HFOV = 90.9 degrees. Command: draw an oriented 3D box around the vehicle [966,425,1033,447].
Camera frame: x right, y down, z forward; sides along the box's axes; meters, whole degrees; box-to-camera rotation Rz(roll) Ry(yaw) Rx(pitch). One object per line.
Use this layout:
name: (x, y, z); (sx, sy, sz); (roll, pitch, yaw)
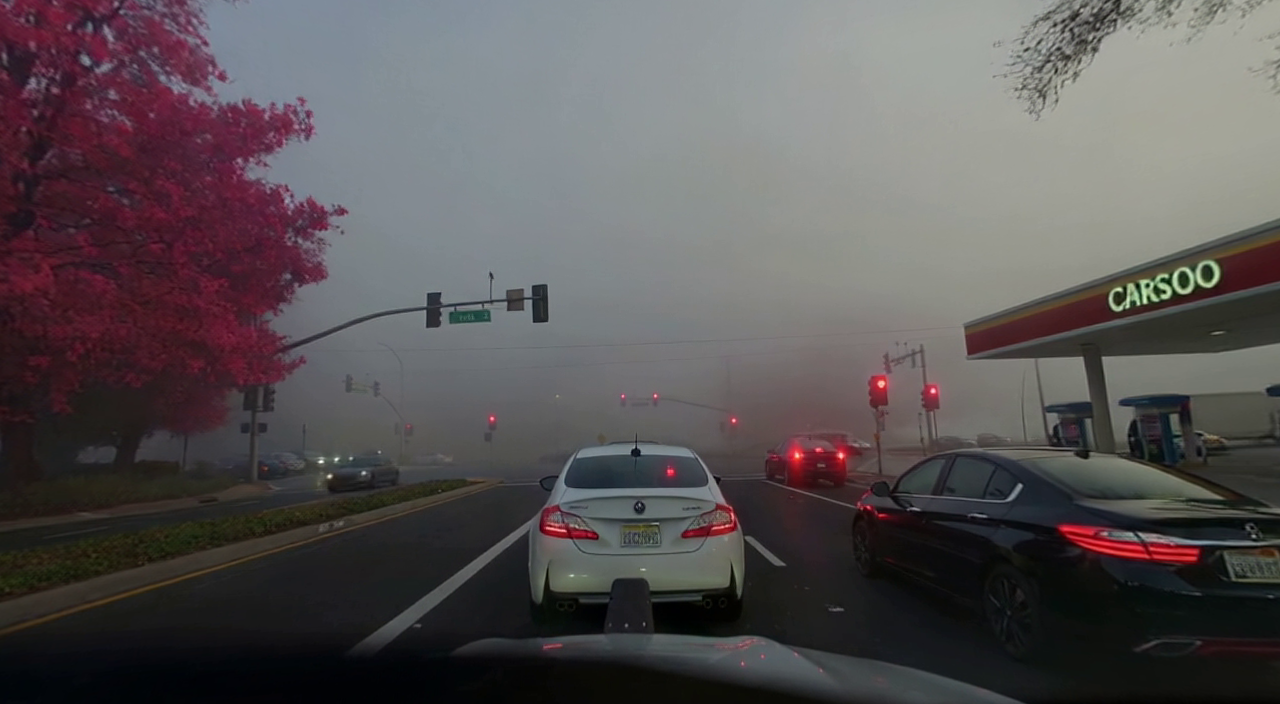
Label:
vehicle: (27.312, 6.436, 47.984); (3.968, 1.572, 1.740); (0, -9, 4)

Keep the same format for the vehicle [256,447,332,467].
vehicle: (-26.734, 8.108, 48.789); (4.806, 1.472, 1.886); (-1, -8, 5)

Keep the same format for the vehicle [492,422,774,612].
vehicle: (-0.070, 1.604, 7.074); (2.213, 1.482, 4.057); (0, -8, 0)

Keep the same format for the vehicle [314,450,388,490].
vehicle: (-11.910, 4.839, 26.312); (1.944, 1.465, 4.609); (2, -9, -14)

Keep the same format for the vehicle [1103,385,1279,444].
vehicle: (38.191, 4.356, 43.346); (10.890, 3.868, 3.021); (1, -8, -9)

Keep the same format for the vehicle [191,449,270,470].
vehicle: (-29.418, 7.744, 45.300); (4.466, 1.438, 1.837); (-1, -8, 5)

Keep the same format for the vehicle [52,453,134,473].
vehicle: (-40.158, 8.125, 46.300); (4.511, 1.407, 1.764); (-1, -8, 4)

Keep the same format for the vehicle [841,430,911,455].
vehicle: (18.298, 7.032, 49.010); (4.656, 1.605, 1.942); (-3, -8, 4)

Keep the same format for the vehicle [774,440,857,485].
vehicle: (6.537, 4.145, 24.022); (1.942, 1.511, 4.390); (0, -8, 0)

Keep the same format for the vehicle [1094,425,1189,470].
vehicle: (18.579, 3.514, 23.275); (4.300, 1.495, 2.053); (8, -11, -43)
